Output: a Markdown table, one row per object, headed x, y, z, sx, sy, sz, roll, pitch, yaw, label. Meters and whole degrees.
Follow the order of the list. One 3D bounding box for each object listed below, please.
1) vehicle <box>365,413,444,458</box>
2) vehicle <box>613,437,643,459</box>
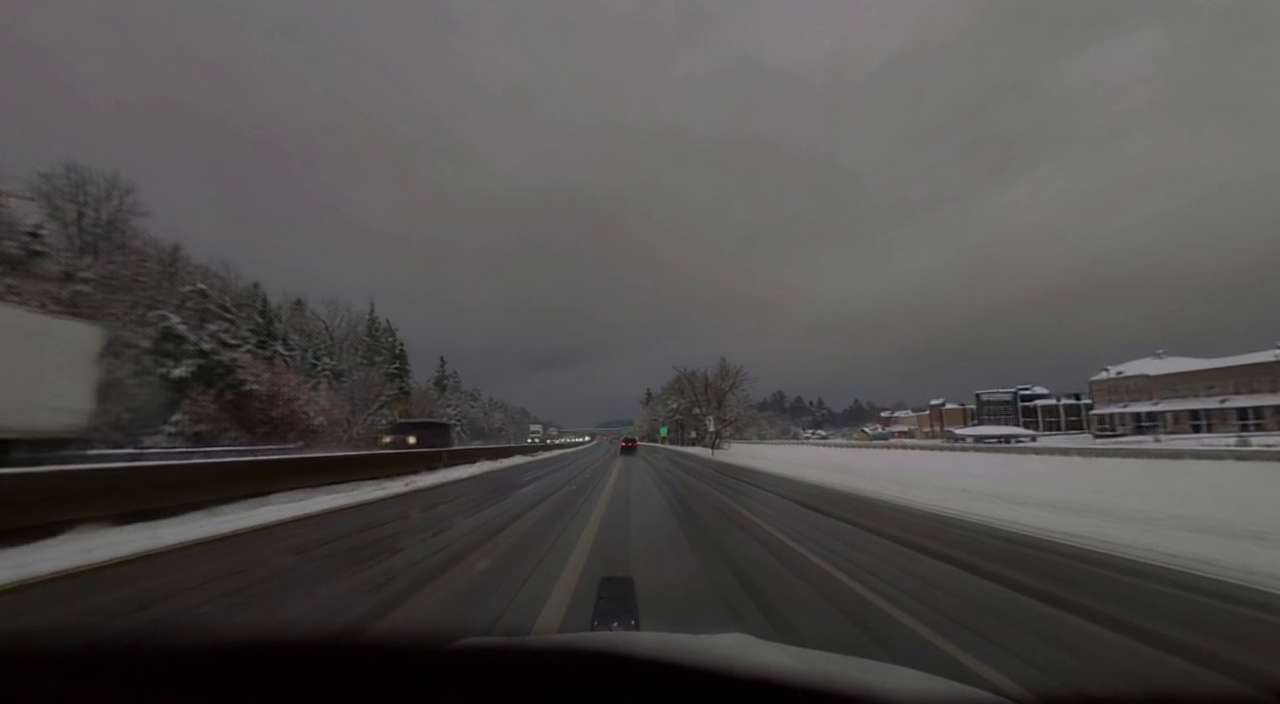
| x | y | z | sx | sy | sz | roll | pitch | yaw | label |
| --- | --- | --- | --- | --- | --- | --- | --- | --- | --- |
| -13.096 | 4.753 | 35.540 | 2.372 | 2.286 | 5.793 | 0 | -8 | -2 | vehicle |
| -0.945 | 7.060 | 46.402 | 2.099 | 1.504 | 3.843 | 0 | -8 | -2 | vehicle |
